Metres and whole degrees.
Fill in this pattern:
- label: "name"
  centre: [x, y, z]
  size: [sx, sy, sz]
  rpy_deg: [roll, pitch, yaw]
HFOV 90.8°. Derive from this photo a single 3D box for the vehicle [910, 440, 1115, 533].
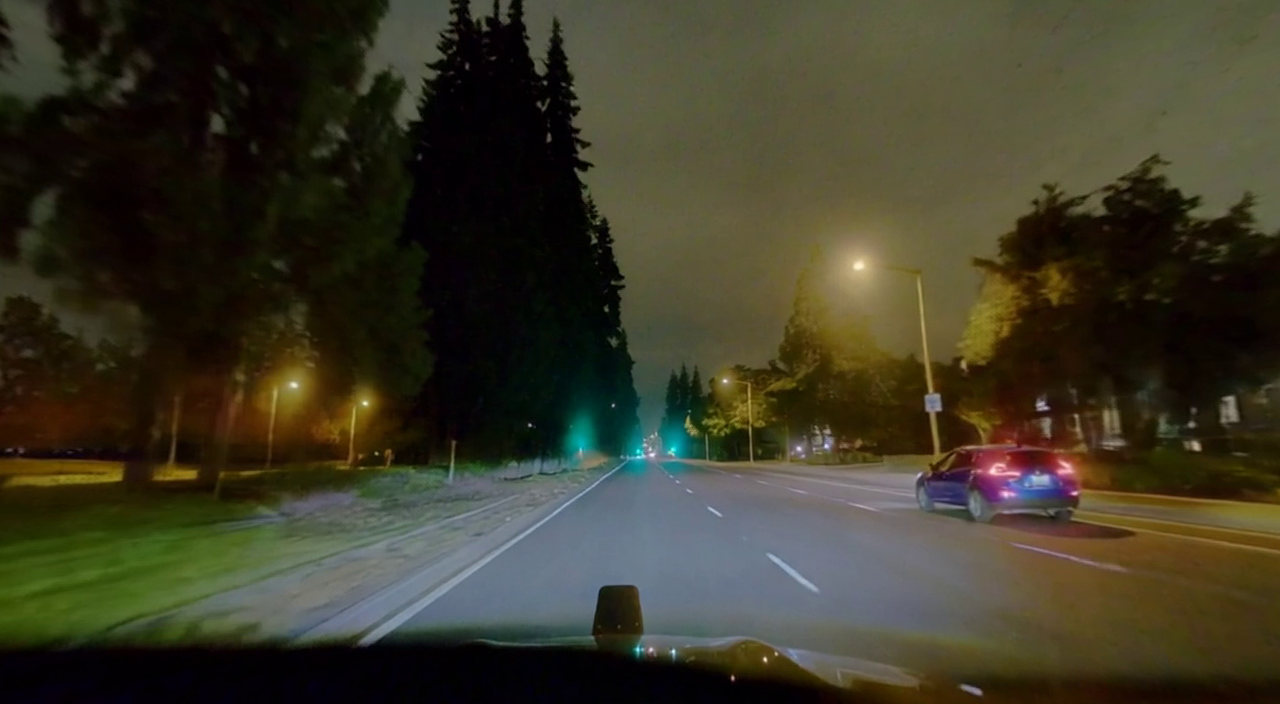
- label: "vehicle"
  centre: [6.950, 2.512, 12.282]
  size: [1.797, 1.518, 3.433]
  rpy_deg: [0, -9, -1]
